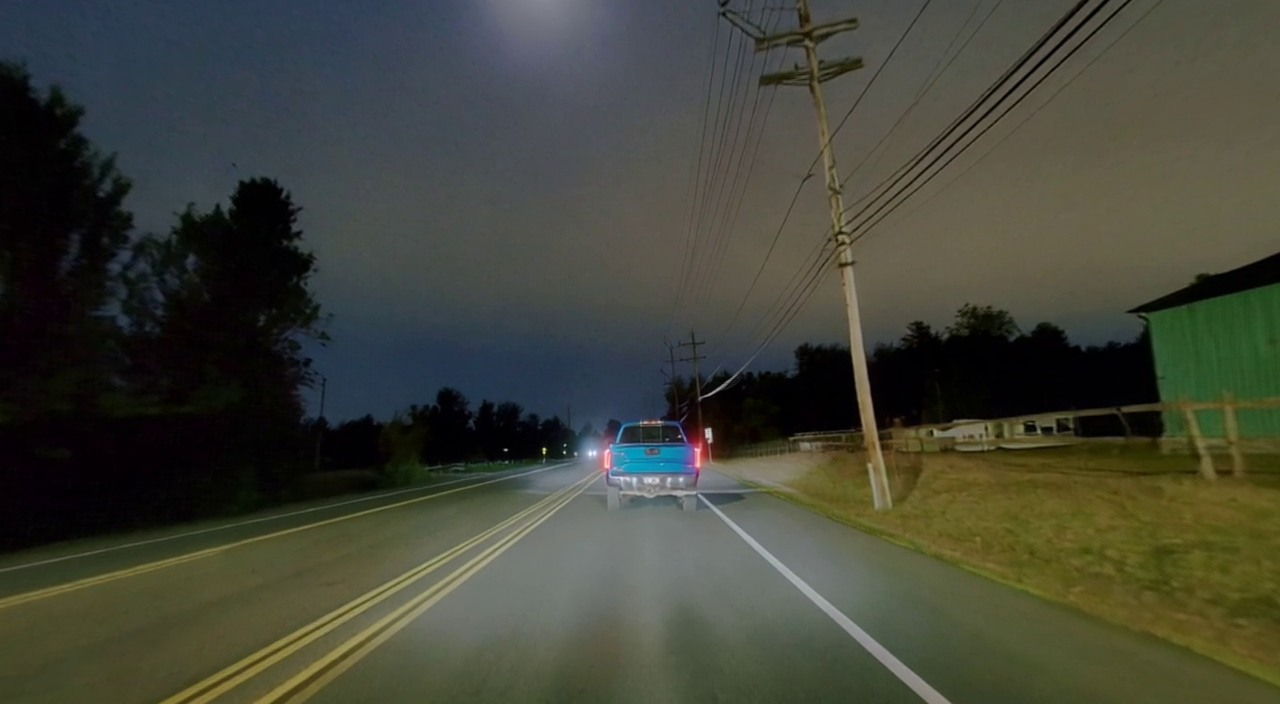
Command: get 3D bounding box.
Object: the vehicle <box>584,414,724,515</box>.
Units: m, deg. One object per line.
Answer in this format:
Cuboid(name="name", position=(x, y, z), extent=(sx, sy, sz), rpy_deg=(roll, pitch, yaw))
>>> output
Cuboid(name="vehicle", position=(0.230, 2.660, 15.479), extent=(2.693, 1.941, 6.356), rpy_deg=(0, -9, -1))
